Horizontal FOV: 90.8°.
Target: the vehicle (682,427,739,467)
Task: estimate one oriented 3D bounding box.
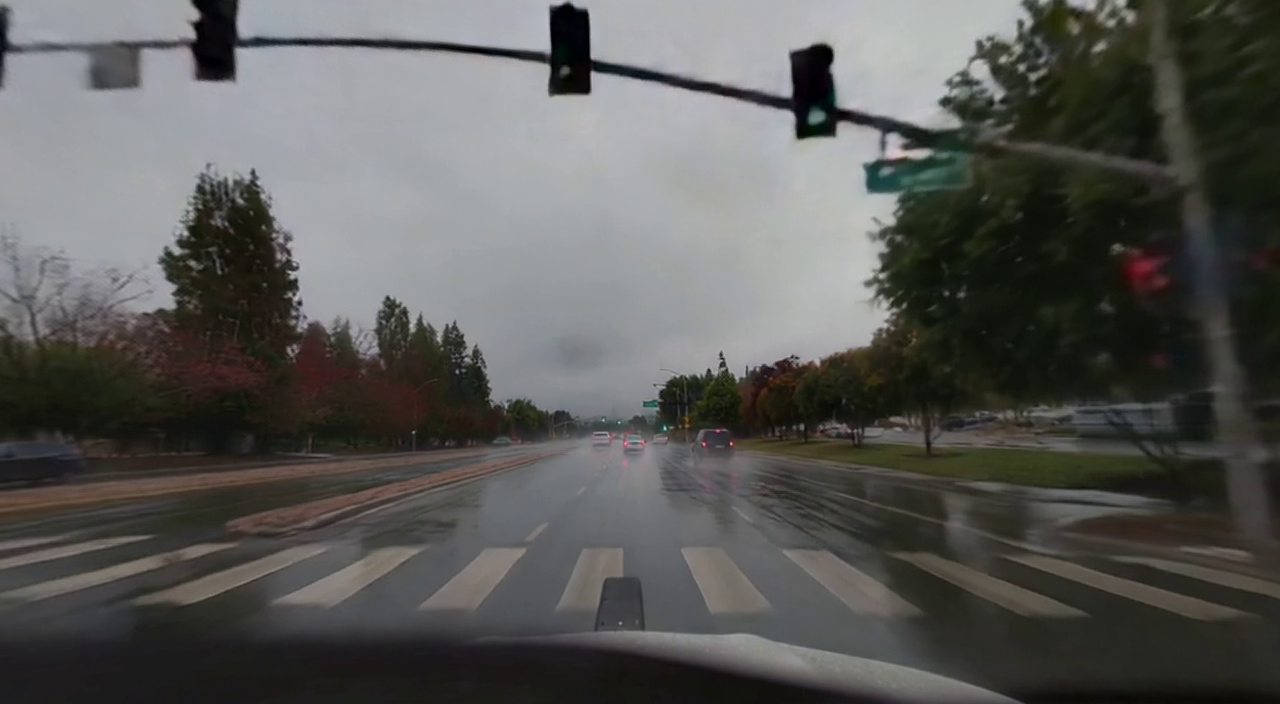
[{"bbox_3d":[3.313,4.603,30.562,2.181,1.781,4.257,0,-8,-1],"label":"vehicle"}]

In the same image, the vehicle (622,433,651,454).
[{"bbox_3d":[-0.271,6.664,45.773,2.039,1.455,3.826,0,-8,-1],"label":"vehicle"}]
